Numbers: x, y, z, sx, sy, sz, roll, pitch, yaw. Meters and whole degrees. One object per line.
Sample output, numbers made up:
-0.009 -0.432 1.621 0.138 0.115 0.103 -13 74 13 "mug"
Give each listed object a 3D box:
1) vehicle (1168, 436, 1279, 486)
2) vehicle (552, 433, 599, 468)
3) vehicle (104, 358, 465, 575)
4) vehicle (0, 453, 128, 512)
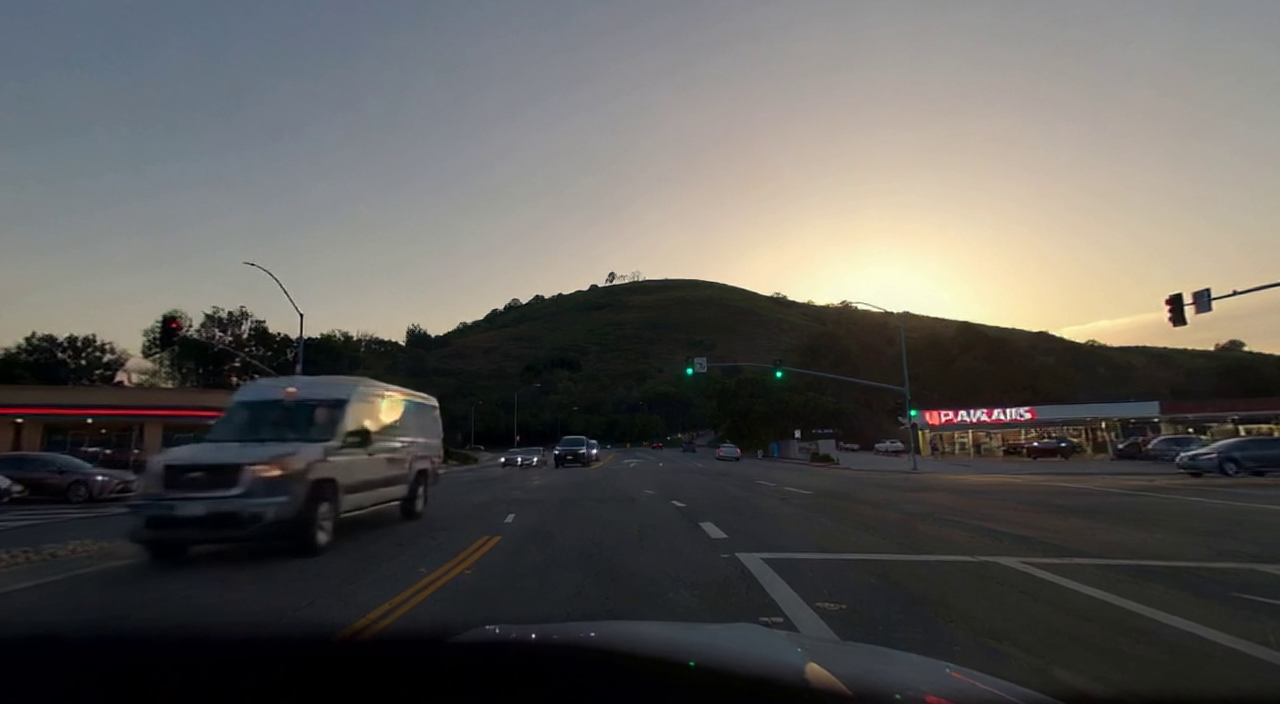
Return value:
25.036 4.472 26.077 4.546 1.944 2.051 1 -9 -5 "vehicle"
-4.368 6.790 43.479 2.662 2.197 5.454 0 -8 0 "vehicle"
-4.444 1.575 9.253 2.196 2.264 5.206 0 -8 0 "vehicle"
-19.815 4.196 20.518 4.440 1.748 2.033 0 -8 1 "vehicle"
